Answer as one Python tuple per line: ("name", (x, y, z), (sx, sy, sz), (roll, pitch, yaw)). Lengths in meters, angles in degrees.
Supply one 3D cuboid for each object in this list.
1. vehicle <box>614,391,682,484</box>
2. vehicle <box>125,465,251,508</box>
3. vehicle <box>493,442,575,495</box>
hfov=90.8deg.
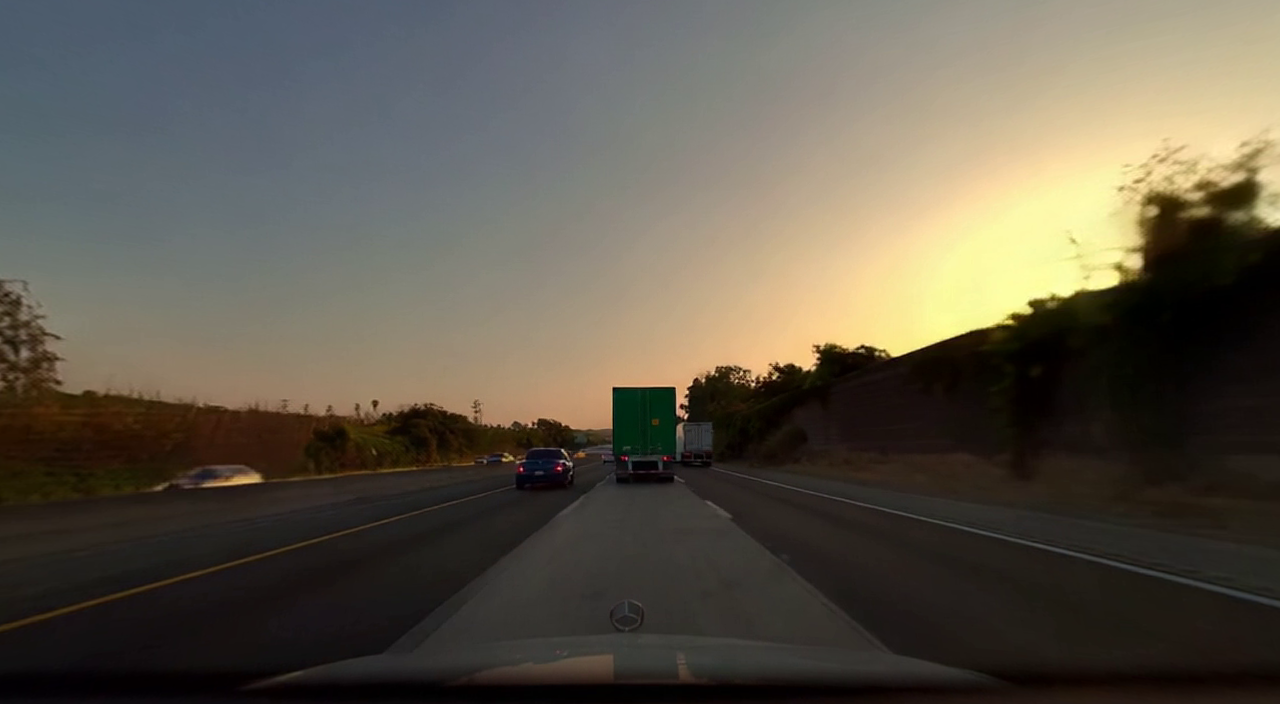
("vehicle", (0.284, 4.568, 33.049), (2.932, 4.042, 11.054), (0, -9, -1))
("vehicle", (-18.446, 5.479, 26.070), (1.868, 1.514, 4.493), (0, -9, 0))
("vehicle", (-3.610, 4.062, 22.367), (2.173, 1.657, 4.401), (0, -9, 0))
